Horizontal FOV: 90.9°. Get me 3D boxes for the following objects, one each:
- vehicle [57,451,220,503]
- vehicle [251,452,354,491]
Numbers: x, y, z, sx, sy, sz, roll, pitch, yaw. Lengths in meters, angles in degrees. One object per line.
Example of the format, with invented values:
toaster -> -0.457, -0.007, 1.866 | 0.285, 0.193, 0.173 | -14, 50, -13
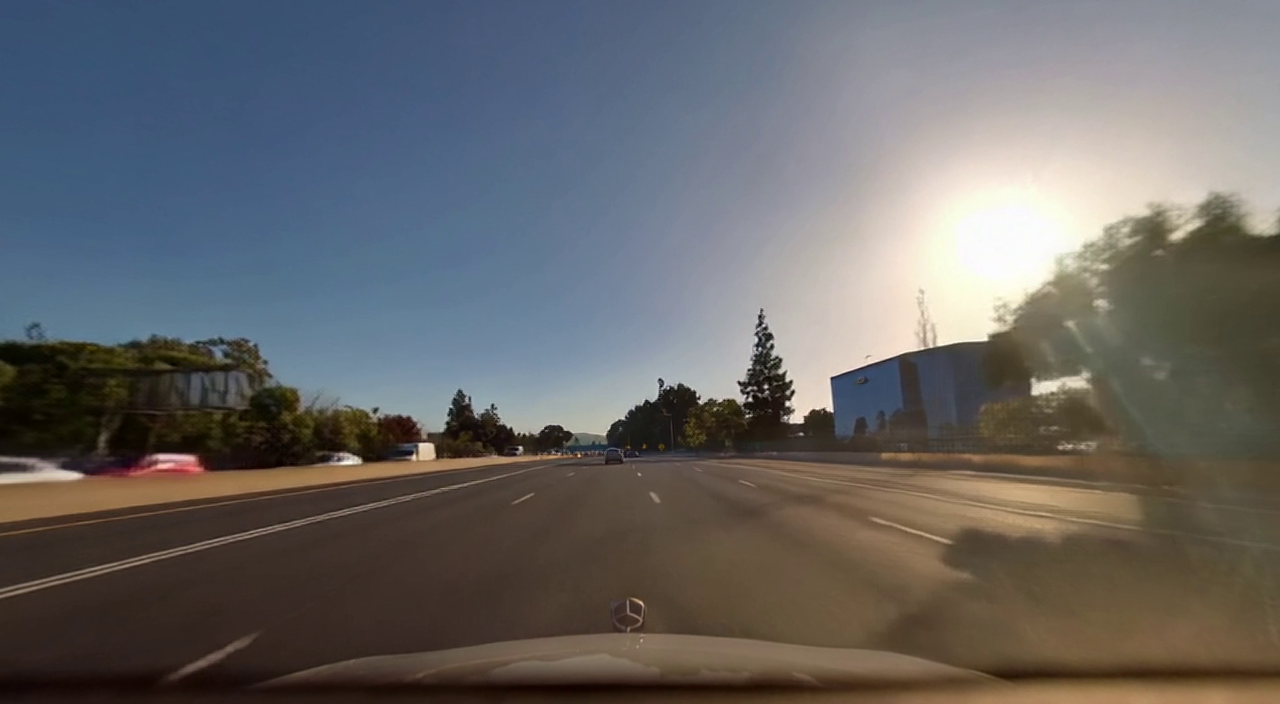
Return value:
vehicle -> -17.295, 4.288, 22.113 | 1.901, 1.605, 4.654 | 0, -9, -1
vehicle -> -13.560, 4.798, 25.648 | 1.868, 1.426, 4.366 | 0, -9, -1
